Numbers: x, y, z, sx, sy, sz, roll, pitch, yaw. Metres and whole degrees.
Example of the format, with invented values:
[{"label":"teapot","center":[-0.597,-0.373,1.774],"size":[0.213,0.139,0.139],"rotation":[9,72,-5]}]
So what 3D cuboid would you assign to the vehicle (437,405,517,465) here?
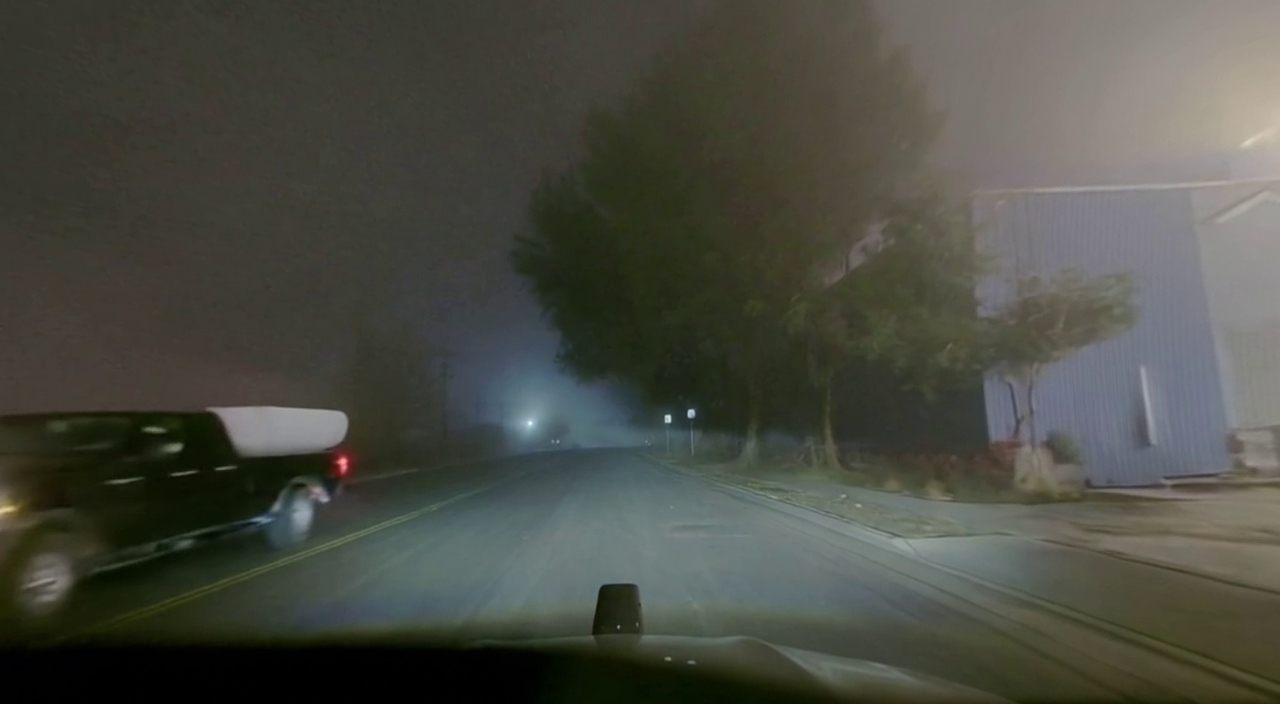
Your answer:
[{"label":"vehicle","center":[-12.099,6.496,48.449],"size":[3.122,3.985,12.515],"rotation":[0,-9,-2]}]

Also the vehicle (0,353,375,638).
[{"label":"vehicle","center":[-6.067,1.548,7.949],"size":[2.770,2.135,6.329],"rotation":[-1,-8,0]}]
